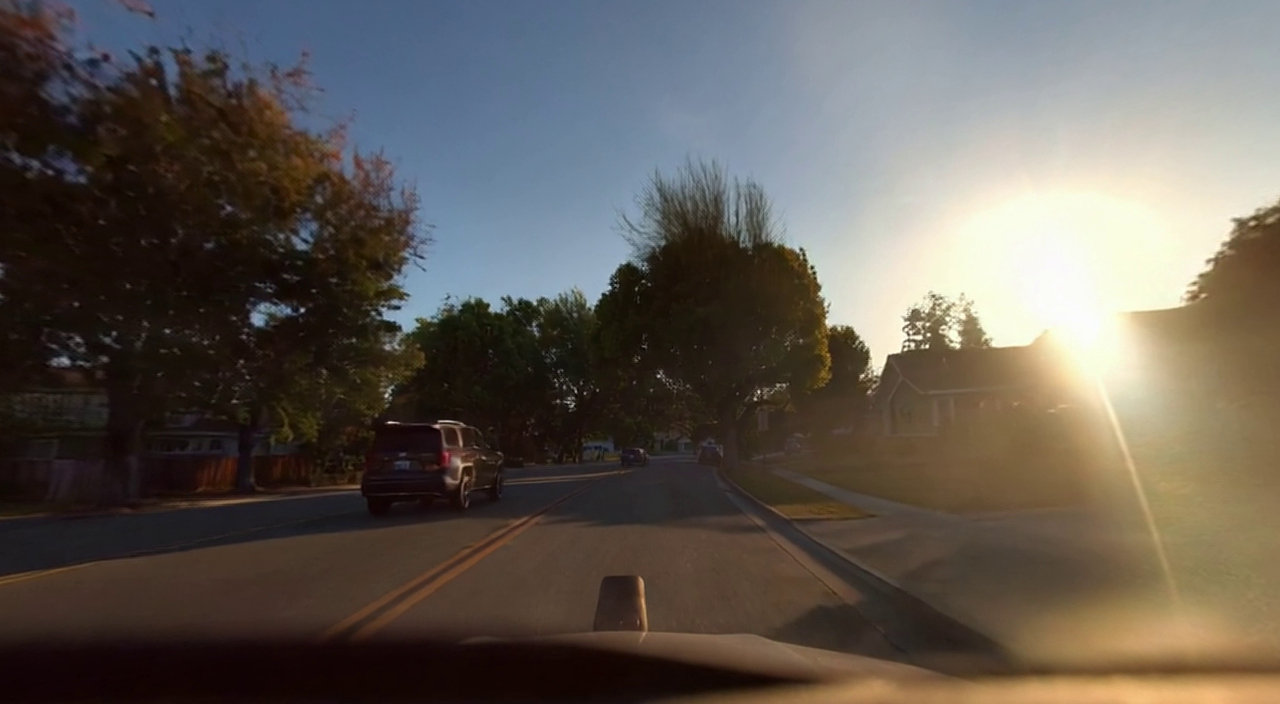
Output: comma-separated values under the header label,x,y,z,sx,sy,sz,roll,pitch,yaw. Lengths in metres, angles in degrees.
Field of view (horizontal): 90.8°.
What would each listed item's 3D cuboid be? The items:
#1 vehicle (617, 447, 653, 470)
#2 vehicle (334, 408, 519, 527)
label,x,y,z,sx,sy,sz,roll,pitch,yaw
vehicle,-0.336,8.132,48.437,2.001,1.664,4.174,-1,-9,10
vehicle,-4.274,2.434,13.818,2.085,2.084,5.133,0,-9,2
